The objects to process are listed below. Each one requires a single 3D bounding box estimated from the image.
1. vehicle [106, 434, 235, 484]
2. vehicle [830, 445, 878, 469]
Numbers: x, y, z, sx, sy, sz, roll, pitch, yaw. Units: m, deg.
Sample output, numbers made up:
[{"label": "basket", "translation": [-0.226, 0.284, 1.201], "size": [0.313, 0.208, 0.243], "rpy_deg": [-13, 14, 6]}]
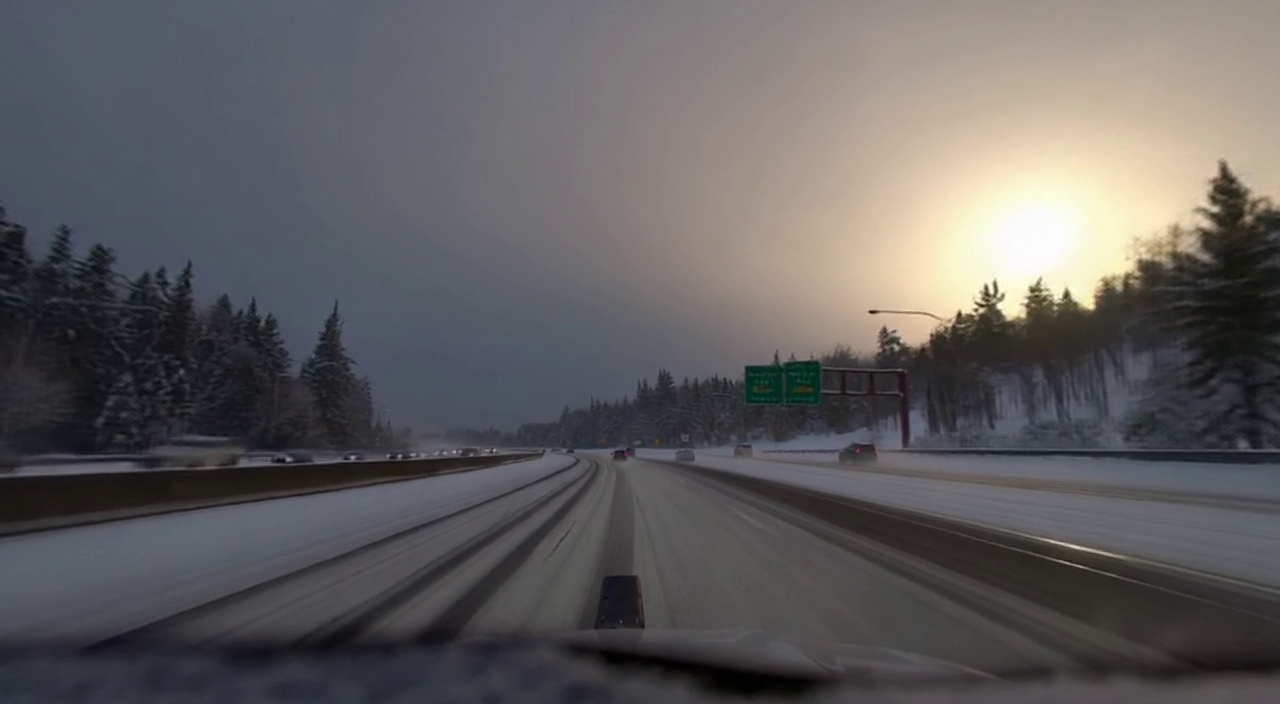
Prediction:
[{"label": "vehicle", "translation": [-20.328, 4.637, 27.609], "size": [2.029, 1.975, 4.759], "rpy_deg": [0, -9, -1]}, {"label": "vehicle", "translation": [15.478, 7.604, 45.777], "size": [1.955, 1.607, 4.232], "rpy_deg": [0, -9, -2]}]
